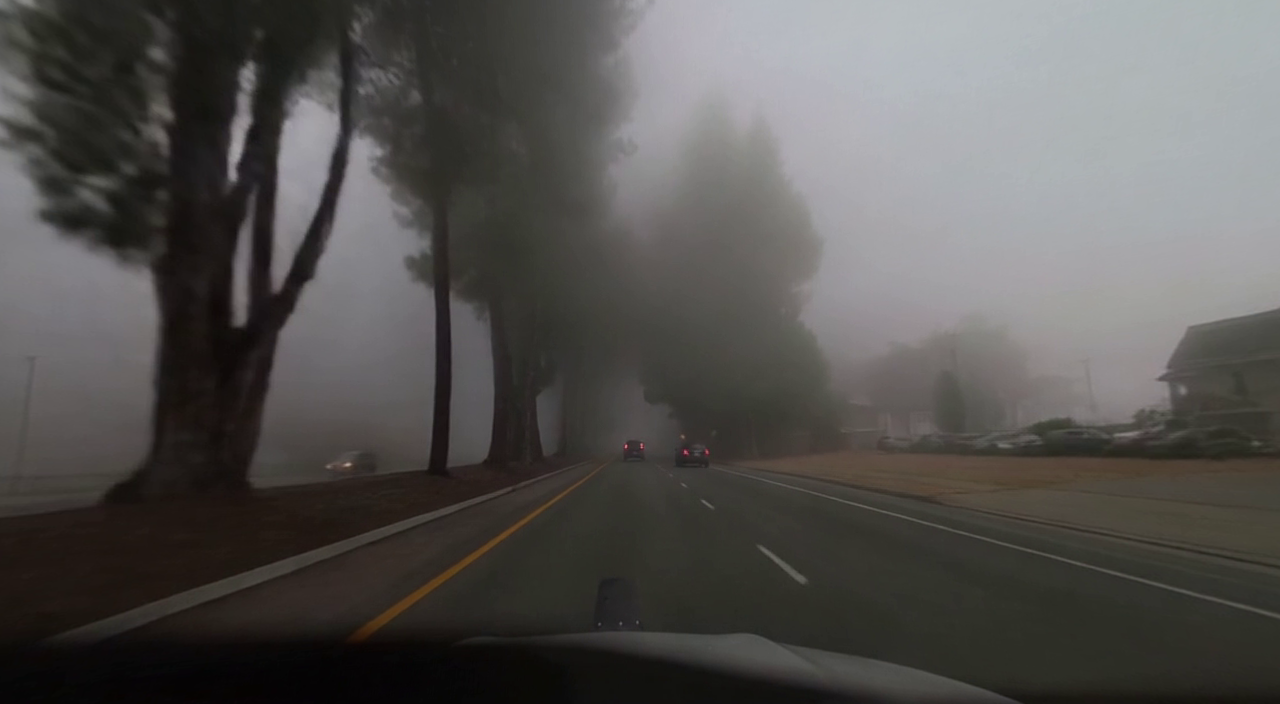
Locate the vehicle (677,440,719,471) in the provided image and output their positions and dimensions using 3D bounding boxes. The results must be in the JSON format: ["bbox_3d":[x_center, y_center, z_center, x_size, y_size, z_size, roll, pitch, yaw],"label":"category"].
[{"bbox_3d":[3.204,5.842,35.749,1.888,1.640,4.044,0,-8,-2],"label":"vehicle"}]
